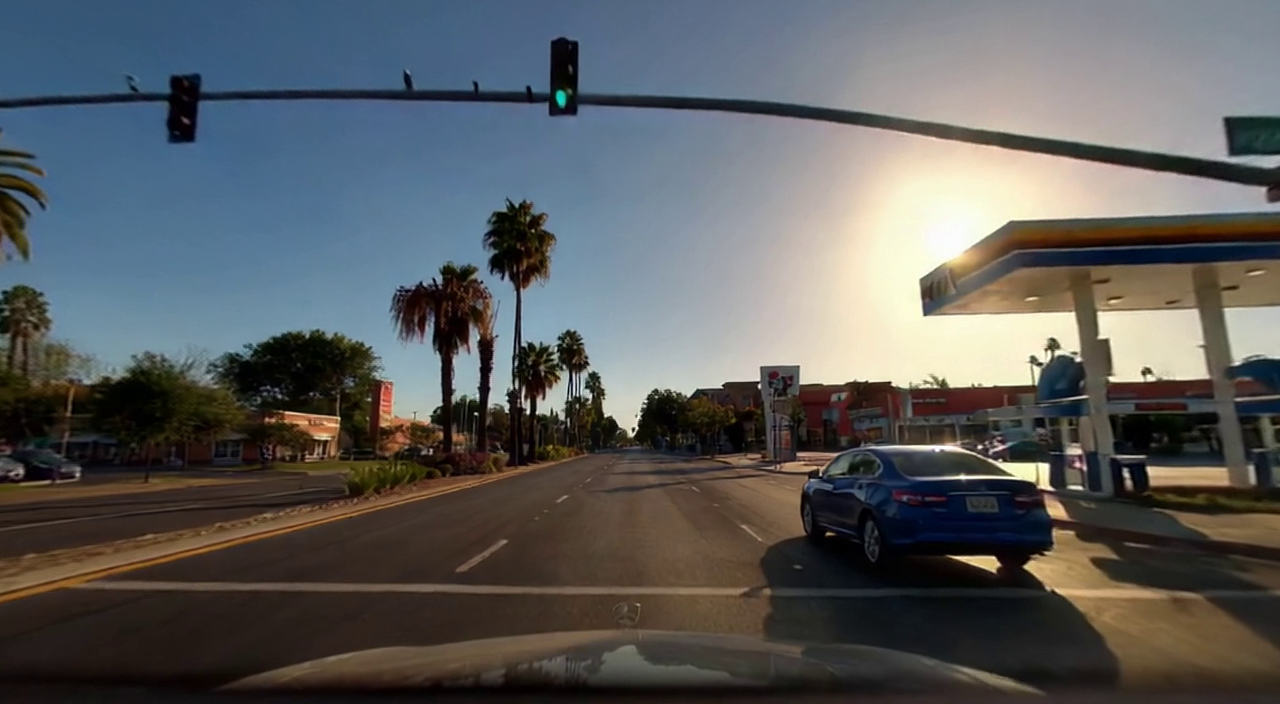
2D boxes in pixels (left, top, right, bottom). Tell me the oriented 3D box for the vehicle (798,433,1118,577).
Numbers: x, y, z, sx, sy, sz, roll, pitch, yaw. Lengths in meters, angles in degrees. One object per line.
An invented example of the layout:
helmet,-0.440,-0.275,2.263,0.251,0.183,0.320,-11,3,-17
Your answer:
vehicle,3.810,1.876,8.653,1.978,1.442,4.262,0,-8,-3

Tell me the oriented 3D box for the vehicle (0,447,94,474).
vehicle,-40.405,7.371,43.120,1.968,1.667,4.912,-2,-9,-1
